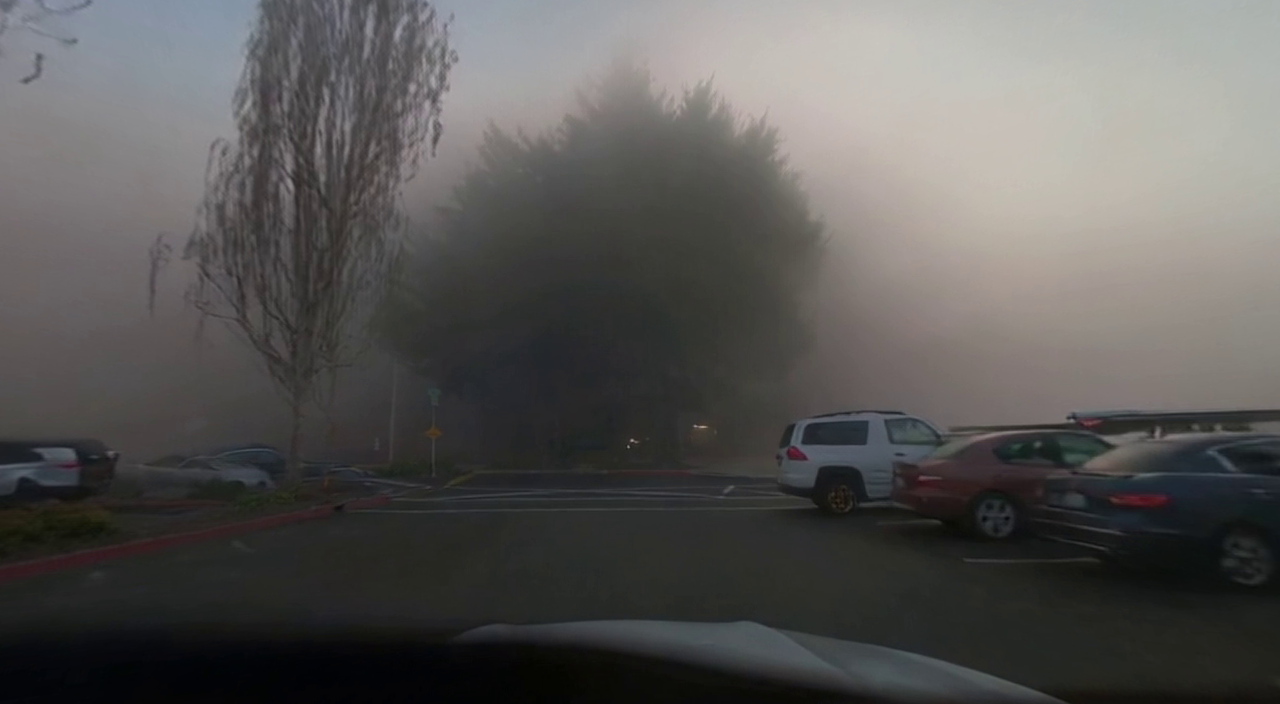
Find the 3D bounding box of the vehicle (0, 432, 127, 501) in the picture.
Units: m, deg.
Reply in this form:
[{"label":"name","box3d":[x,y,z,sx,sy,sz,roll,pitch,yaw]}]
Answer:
[{"label":"vehicle","box3d":[-16.359,2.948,16.393,4.454,1.684,1.908,6,-10,-35]}]

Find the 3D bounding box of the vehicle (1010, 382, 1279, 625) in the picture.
[{"label":"vehicle","box3d":[6.226,1.263,5.850,4.255,1.729,2.136,1,-8,-5]}]
